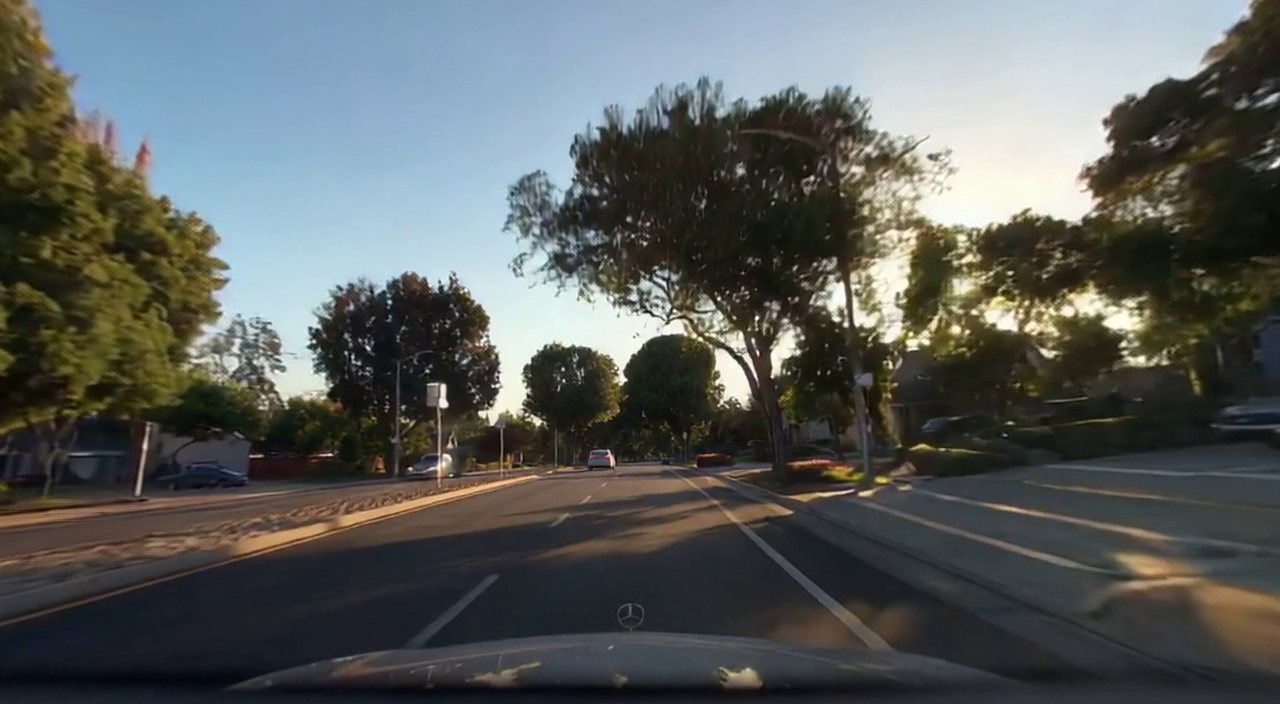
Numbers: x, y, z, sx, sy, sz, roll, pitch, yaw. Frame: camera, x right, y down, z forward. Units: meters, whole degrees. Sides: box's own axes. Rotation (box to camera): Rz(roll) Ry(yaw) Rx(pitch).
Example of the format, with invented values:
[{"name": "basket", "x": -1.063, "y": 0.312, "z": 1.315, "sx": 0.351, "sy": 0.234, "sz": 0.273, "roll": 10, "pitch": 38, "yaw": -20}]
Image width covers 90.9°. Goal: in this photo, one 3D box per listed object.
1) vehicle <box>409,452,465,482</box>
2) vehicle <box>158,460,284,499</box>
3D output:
[{"name": "vehicle", "x": -13.056, "y": 7.411, "z": 40.843, "sx": 2.005, "sy": 1.739, "sz": 4.563, "roll": 0, "pitch": -9, "yaw": 2}, {"name": "vehicle", "x": -19.522, "y": 5.946, "z": 29.507, "sx": 4.553, "sy": 1.681, "sz": 1.931, "roll": -1, "pitch": -9, "yaw": 4}]
